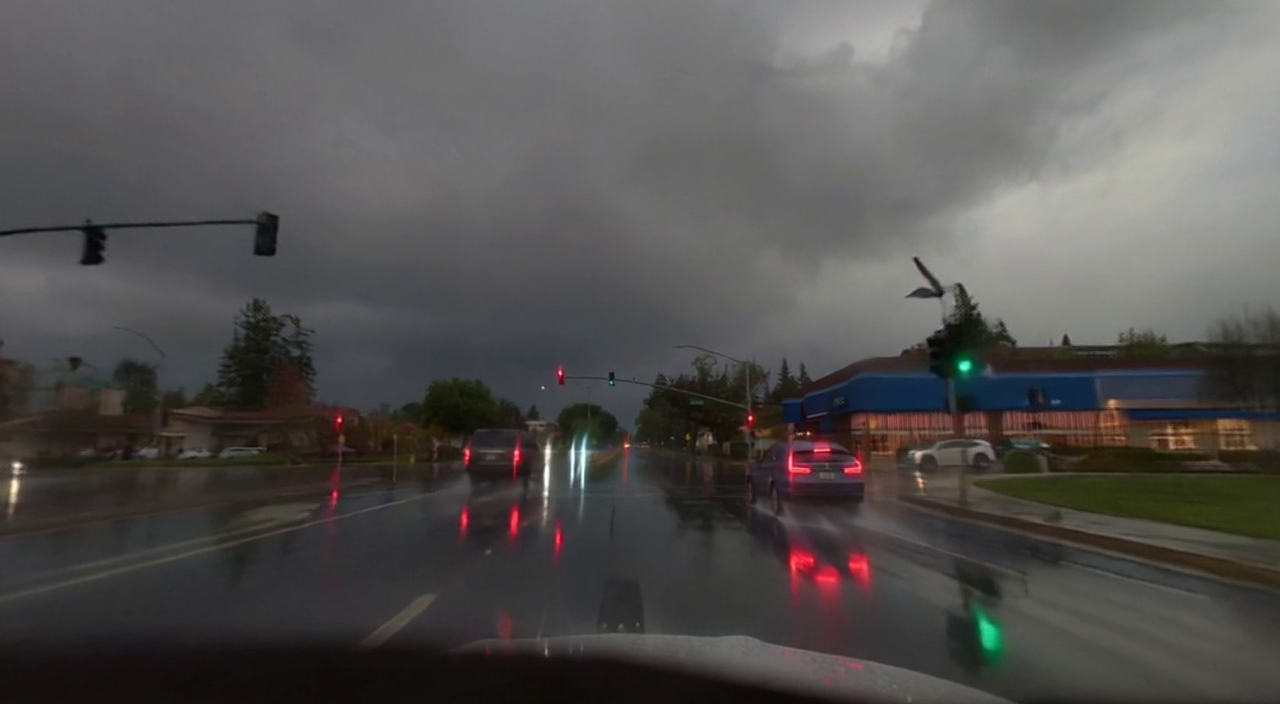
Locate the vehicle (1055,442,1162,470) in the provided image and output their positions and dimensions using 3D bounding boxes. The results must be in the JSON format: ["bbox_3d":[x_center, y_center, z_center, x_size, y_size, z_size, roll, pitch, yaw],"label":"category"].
[{"bbox_3d":[28.297,6.273,38.273,4.874,1.625,1.930,0,-9,0],"label":"vehicle"}]

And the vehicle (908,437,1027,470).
[{"bbox_3d":[19.928,6.228,38.662,5.886,1.798,2.407,-1,-9,0],"label":"vehicle"}]

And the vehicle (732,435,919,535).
[{"bbox_3d":[3.205,2.408,12.143,1.975,1.502,4.787,0,-9,-2],"label":"vehicle"}]

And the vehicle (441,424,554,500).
[{"bbox_3d":[-3.711,2.969,17.400,1.997,1.806,4.500,0,-9,1],"label":"vehicle"}]
